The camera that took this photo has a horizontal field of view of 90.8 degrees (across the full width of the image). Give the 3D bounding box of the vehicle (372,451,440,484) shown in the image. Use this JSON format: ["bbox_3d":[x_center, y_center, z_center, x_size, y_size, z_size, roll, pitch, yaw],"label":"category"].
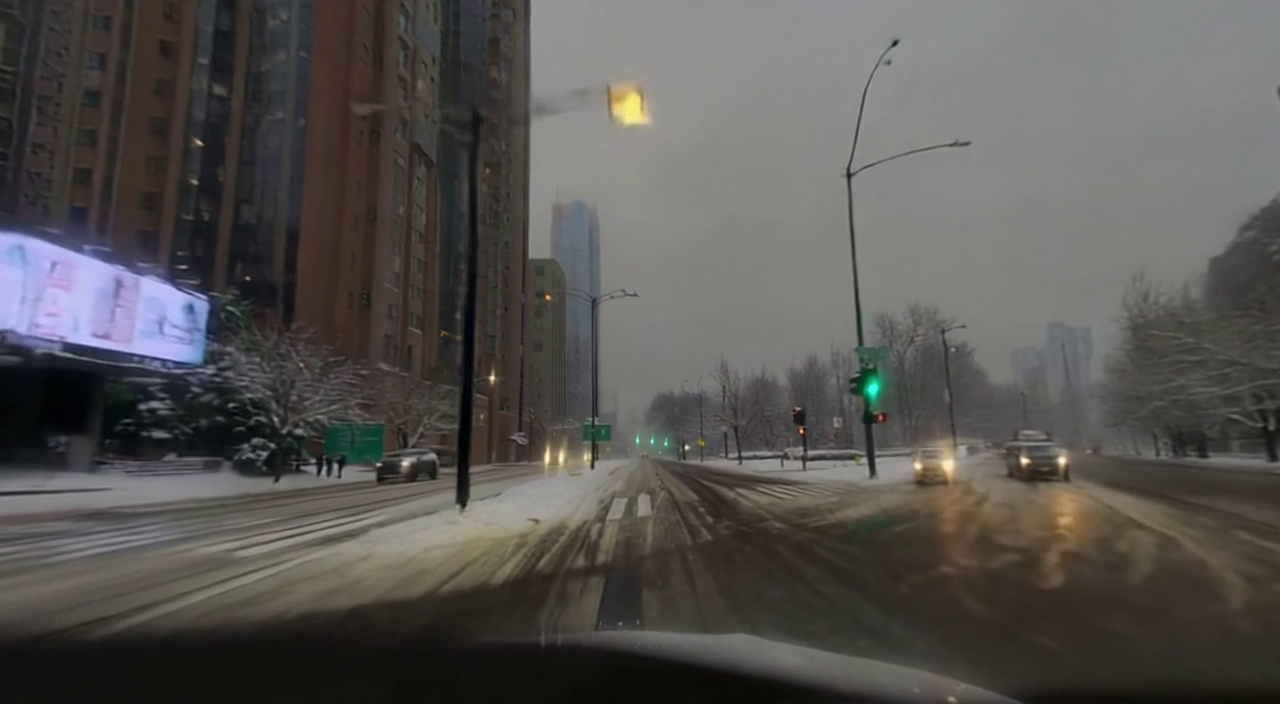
[{"bbox_3d":[-13.345,6.572,36.329,1.979,1.727,4.489,-1,-9,3],"label":"vehicle"}]

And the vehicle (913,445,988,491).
[{"bbox_3d":[11.948,4.341,24.109,2.023,1.527,5.016,-6,-10,31],"label":"vehicle"}]

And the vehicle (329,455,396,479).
[{"bbox_3d":[-18.369,7.627,42.067,2.448,1.407,4.308,1,-8,1],"label":"vehicle"}]

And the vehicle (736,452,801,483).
[{"bbox_3d":[6.817,6.179,34.084,2.675,1.452,4.213,-1,-9,2],"label":"vehicle"}]

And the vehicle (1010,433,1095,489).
[{"bbox_3d":[15.111,3.967,23.353,2.232,1.814,5.285,-5,-10,31],"label":"vehicle"}]
